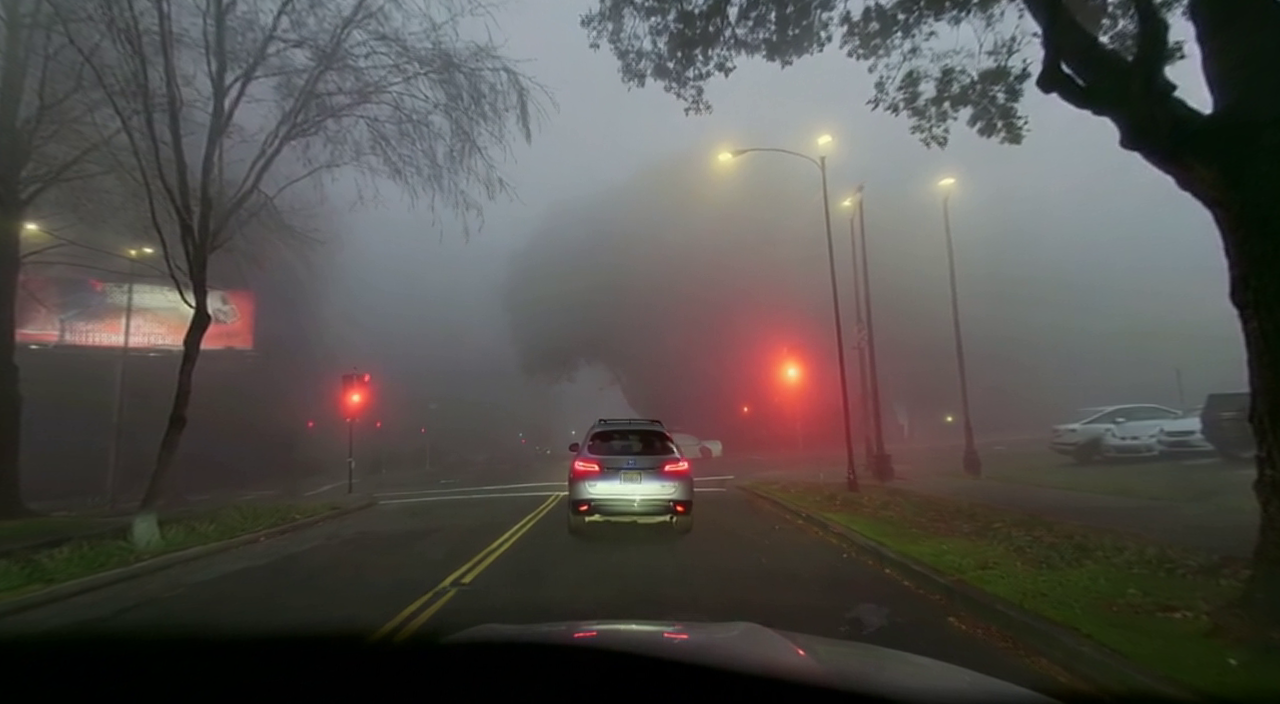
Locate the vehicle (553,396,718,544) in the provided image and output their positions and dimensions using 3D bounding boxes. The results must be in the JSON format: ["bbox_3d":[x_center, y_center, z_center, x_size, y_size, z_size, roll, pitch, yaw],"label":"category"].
[{"bbox_3d":[-0.083,1.818,10.218,2.142,1.904,3.816,0,-8,-1],"label":"vehicle"}]
